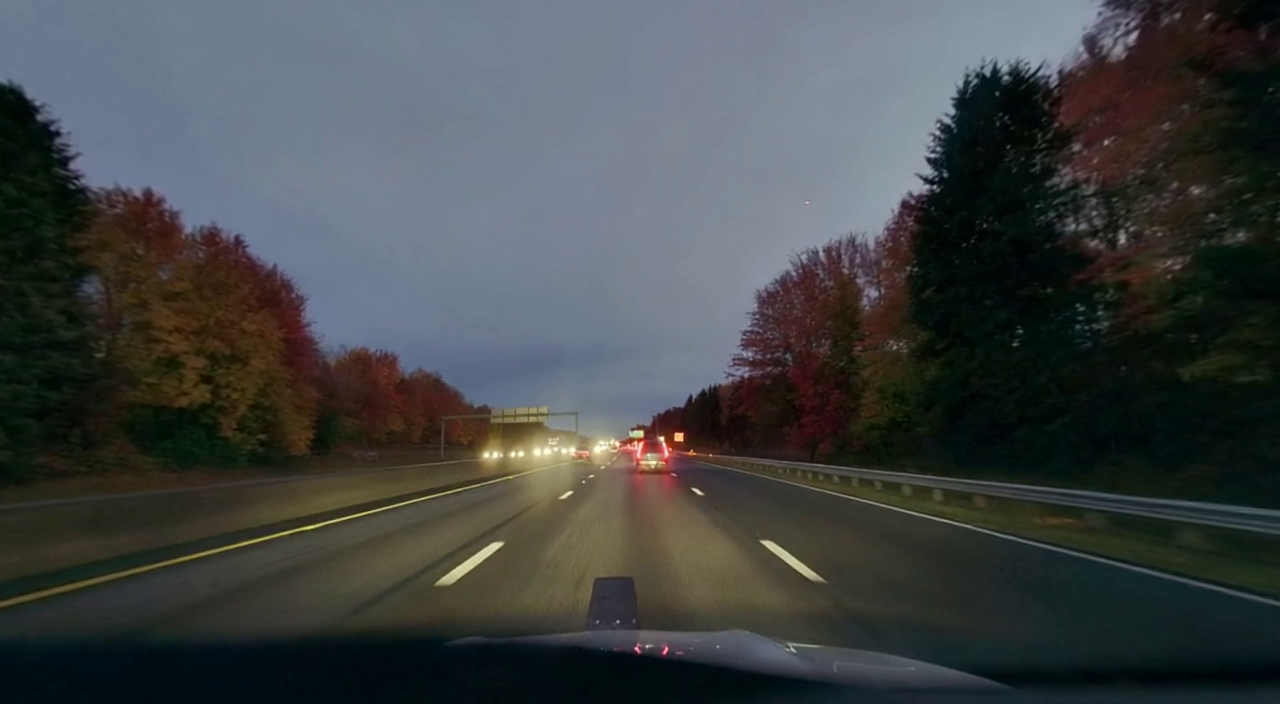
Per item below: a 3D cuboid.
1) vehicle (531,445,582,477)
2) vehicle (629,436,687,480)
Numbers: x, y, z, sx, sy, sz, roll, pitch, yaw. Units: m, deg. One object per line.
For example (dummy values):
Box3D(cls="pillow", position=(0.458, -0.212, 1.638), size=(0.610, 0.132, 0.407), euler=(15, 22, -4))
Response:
Box3D(cls="vehicle", position=(-4.002, 5.292, 30.603), size=(2.037, 1.418, 3.793), euler=(0, -9, -1))
Box3D(cls="vehicle", position=(0.658, 4.488, 26.765), size=(2.250, 1.718, 4.358), euler=(0, -9, -1))
